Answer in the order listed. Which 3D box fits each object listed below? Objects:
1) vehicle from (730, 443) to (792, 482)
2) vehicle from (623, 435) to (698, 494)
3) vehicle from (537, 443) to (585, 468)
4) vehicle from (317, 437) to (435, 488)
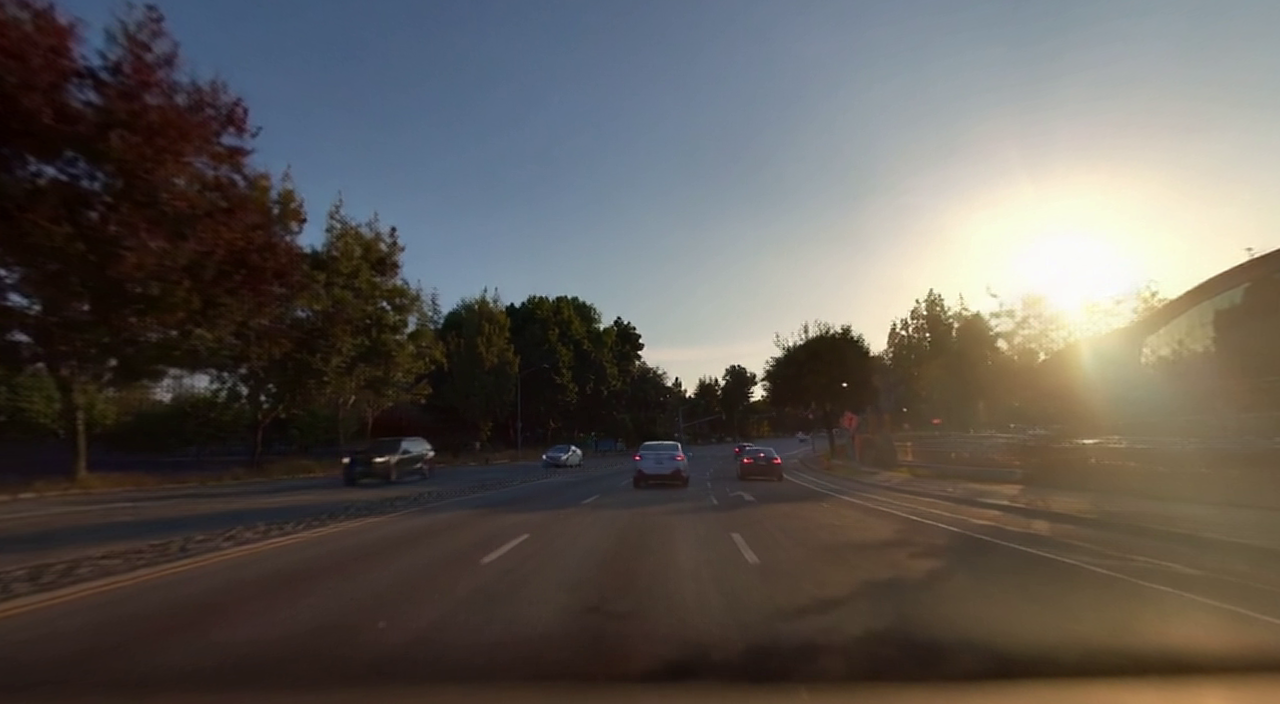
[{"bbox_3d":[4.961,4.562,26.395,2.147,1.474,4.083,-1,-8,6],"label":"vehicle"},{"bbox_3d":[0.785,3.602,20.674,2.105,1.676,4.541,-1,-8,6],"label":"vehicle"},{"bbox_3d":[-5.010,6.642,40.683,1.933,1.472,4.482,-1,-8,8],"label":"vehicle"},{"bbox_3d":[-9.964,4.186,24.350,2.329,1.757,4.464,-1,-8,5],"label":"vehicle"}]
